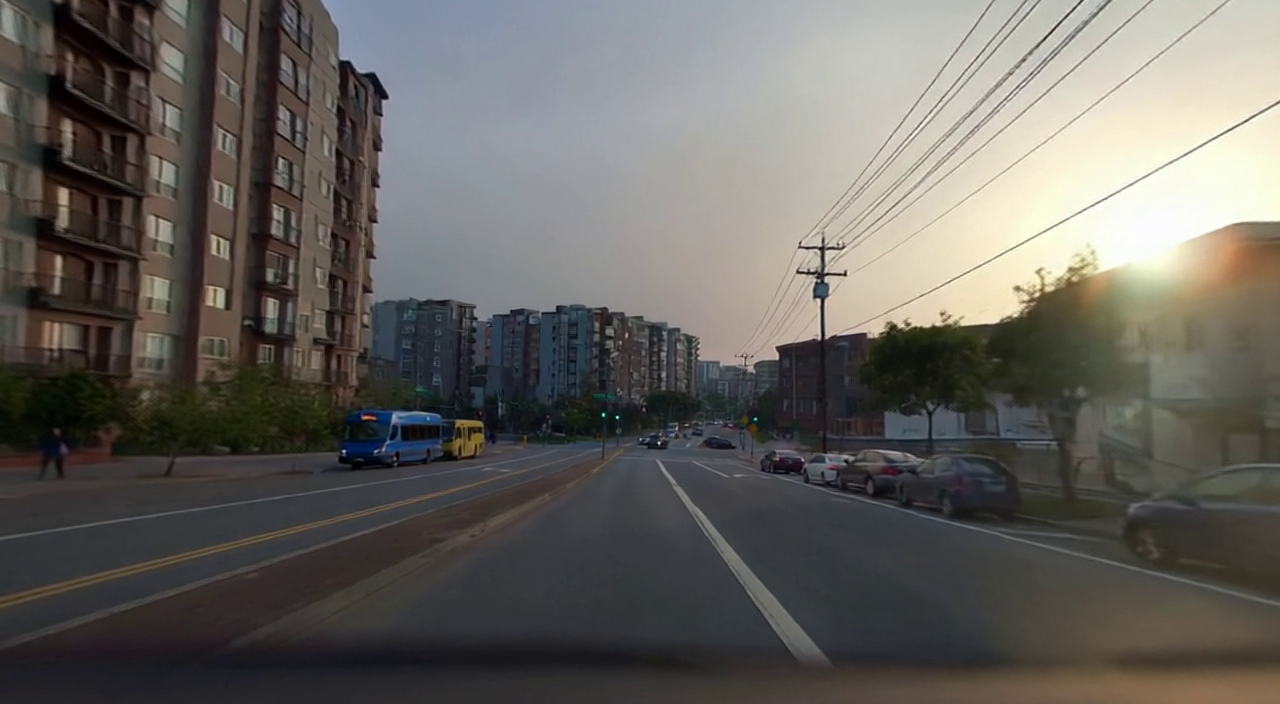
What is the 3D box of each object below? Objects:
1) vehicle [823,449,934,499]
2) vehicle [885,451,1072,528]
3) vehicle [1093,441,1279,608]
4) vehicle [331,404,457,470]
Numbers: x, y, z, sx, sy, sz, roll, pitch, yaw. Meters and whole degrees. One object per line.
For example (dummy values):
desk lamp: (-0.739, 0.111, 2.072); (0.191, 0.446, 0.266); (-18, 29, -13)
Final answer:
vehicle: (8.037, 4.124, 21.838); (1.996, 1.473, 4.740); (0, -8, 0)
vehicle: (7.936, 3.221, 15.478); (1.997, 1.517, 4.755); (0, -8, 1)
vehicle: (7.776, 1.848, 6.896); (2.143, 1.731, 4.781); (0, -8, 1)
vehicle: (-13.856, 5.047, 36.931); (3.060, 3.307, 9.997); (0, -8, 2)
